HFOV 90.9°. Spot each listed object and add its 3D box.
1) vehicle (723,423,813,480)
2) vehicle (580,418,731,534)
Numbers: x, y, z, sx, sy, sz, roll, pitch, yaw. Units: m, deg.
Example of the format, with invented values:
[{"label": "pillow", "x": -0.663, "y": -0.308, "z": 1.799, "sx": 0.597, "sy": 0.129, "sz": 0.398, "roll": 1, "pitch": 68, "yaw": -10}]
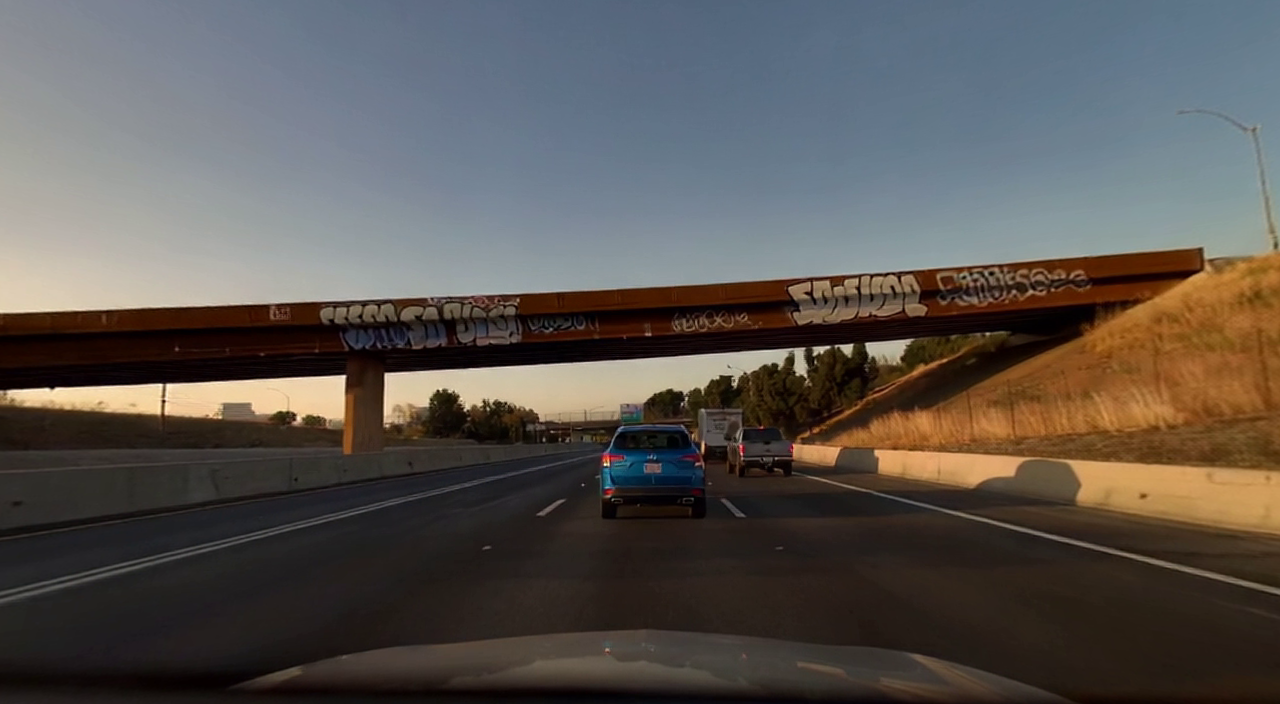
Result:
[{"label": "vehicle", "x": 4.761, "y": 3.824, "z": 24.495, "sx": 2.311, "sy": 1.922, "sz": 5.977, "roll": 0, "pitch": -8, "yaw": 1}, {"label": "vehicle", "x": 0.260, "y": 2.092, "z": 11.185, "sx": 2.193, "sy": 1.651, "sz": 3.946, "roll": 0, "pitch": -8, "yaw": 1}]
